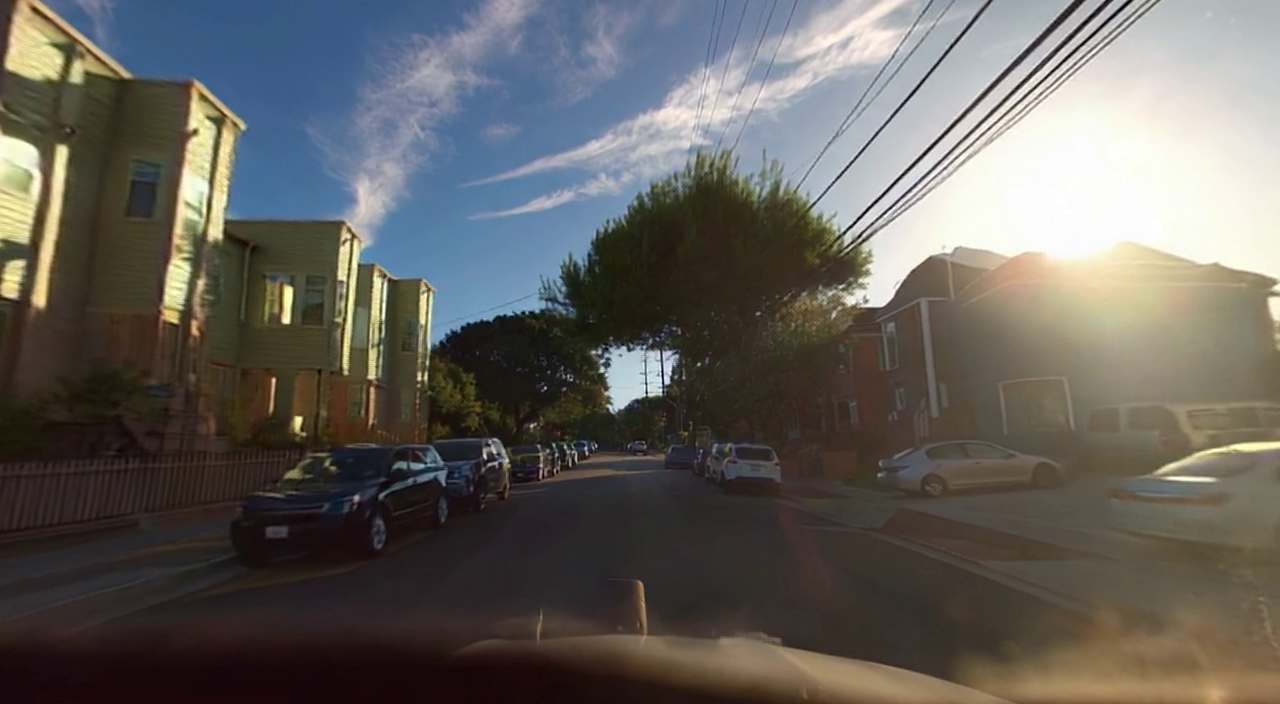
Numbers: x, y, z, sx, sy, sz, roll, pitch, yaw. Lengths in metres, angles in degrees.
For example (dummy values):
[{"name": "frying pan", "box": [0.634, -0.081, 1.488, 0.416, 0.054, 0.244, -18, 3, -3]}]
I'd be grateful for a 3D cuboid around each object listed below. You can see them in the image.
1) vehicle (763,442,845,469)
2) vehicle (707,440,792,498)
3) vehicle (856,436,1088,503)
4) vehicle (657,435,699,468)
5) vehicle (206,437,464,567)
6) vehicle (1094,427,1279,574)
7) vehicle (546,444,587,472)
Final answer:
[{"name": "vehicle", "box": [9.381, 5.947, 36.465, 4.148, 1.516, 1.976, 0, -8, -2]}, {"name": "vehicle", "box": [3.249, 3.562, 19.586, 1.916, 1.587, 3.986, 0, -9, 0]}, {"name": "vehicle", "box": [7.806, 2.786, 15.213, 4.480, 1.497, 1.884, 0, -8, 1]}, {"name": "vehicle", "box": [2.593, 7.090, 45.017, 2.564, 2.155, 6.053, 0, -8, -1]}, {"name": "vehicle", "box": [-4.155, 2.066, 9.547, 1.745, 1.490, 4.304, 0, -8, 0]}, {"name": "vehicle", "box": [8.457, 1.637, 7.390, 4.782, 1.459, 1.923, 0, -9, -1]}, {"name": "vehicle", "box": [-4.259, 6.241, 37.298, 1.979, 1.471, 4.366, 1, -9, -1]}]
